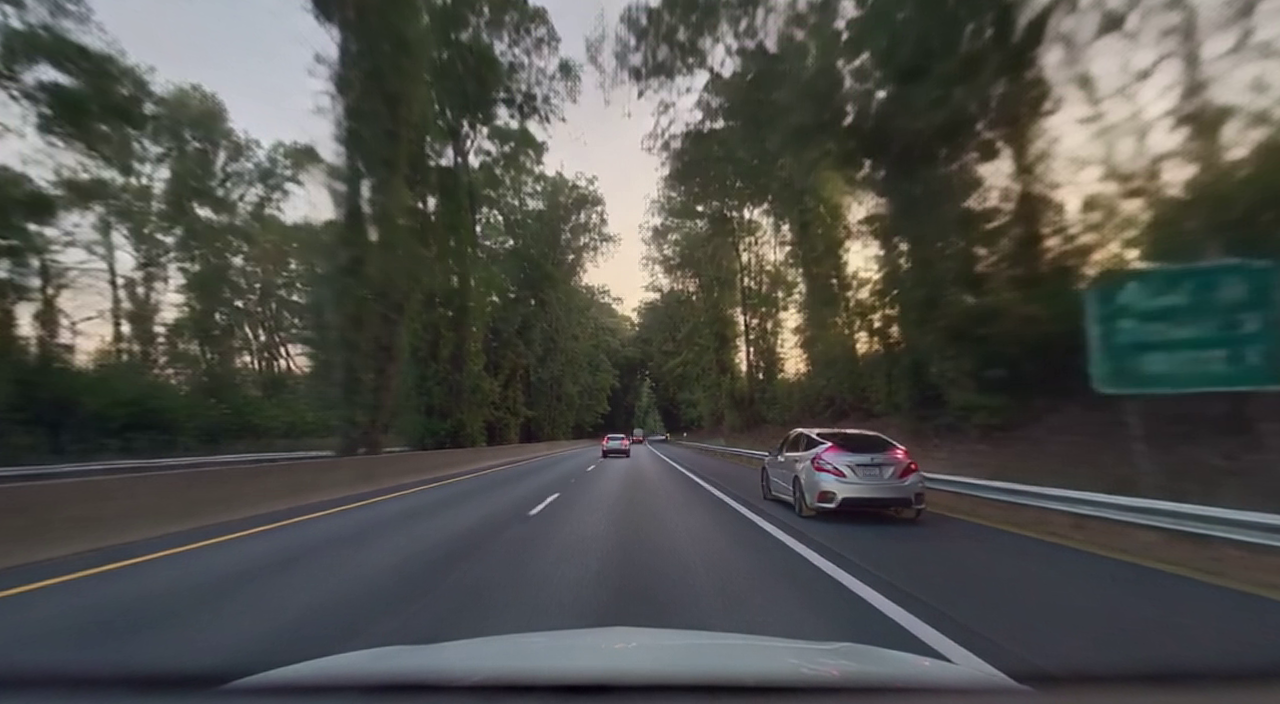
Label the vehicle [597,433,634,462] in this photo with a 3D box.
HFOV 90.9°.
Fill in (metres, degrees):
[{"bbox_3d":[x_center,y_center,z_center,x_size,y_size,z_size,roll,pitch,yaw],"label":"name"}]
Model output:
[{"bbox_3d":[-1.409,5.816,38.555,2.094,1.653,4.283,0,-8,0],"label":"vehicle"}]
